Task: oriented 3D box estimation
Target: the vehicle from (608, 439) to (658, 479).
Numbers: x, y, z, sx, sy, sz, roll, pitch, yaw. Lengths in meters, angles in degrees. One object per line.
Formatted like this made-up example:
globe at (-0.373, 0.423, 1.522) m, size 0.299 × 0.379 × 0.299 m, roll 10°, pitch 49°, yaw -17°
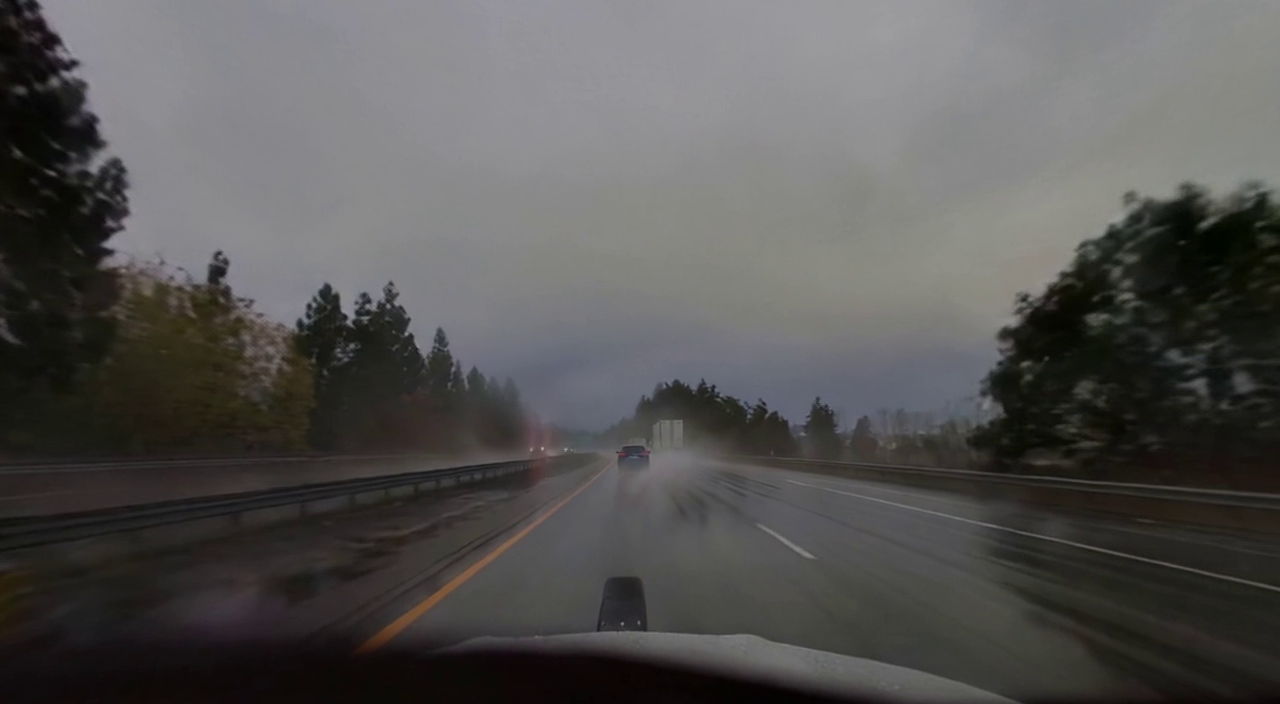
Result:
vehicle at (-0.337, 5.003, 29.663) m, size 2.190 × 1.706 × 4.062 m, roll 0°, pitch -9°, yaw 0°
